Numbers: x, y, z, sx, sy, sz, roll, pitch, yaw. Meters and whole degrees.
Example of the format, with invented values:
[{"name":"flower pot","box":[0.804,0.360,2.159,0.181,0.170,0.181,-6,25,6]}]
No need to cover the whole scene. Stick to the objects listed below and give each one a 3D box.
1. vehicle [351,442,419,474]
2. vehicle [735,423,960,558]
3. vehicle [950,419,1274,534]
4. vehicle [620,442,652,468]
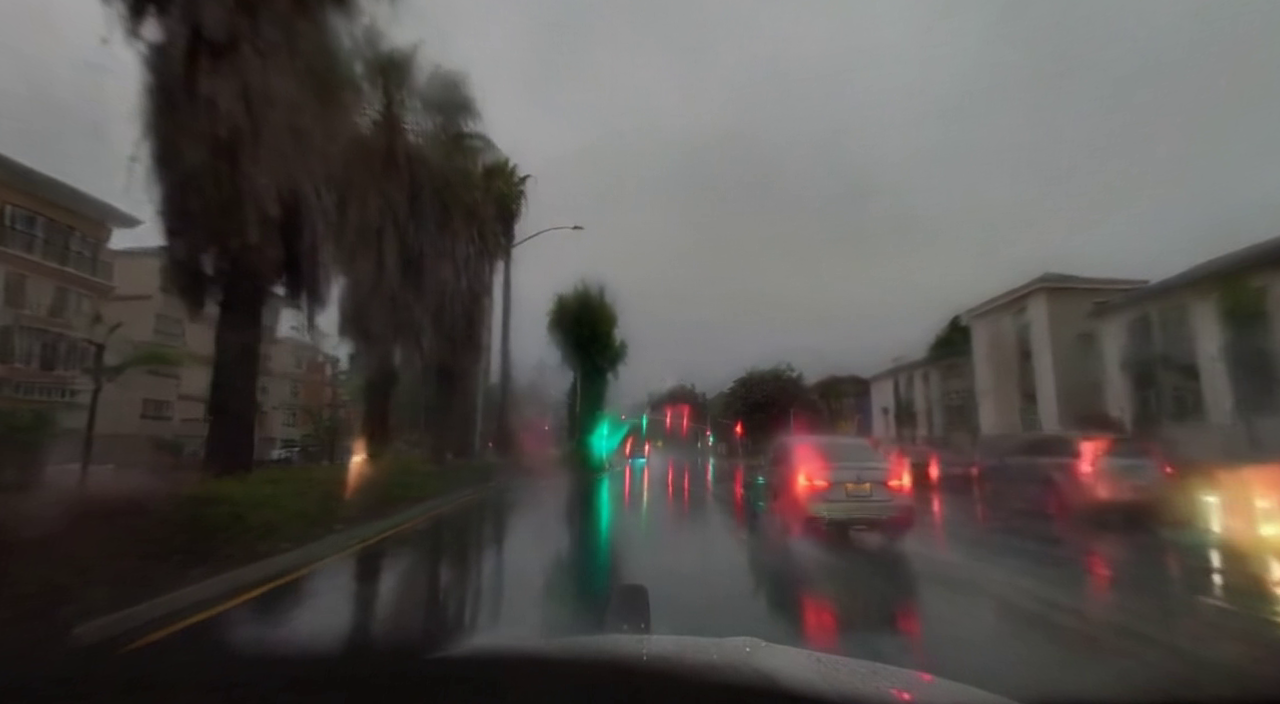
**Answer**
[{"name":"vehicle","box":[-15.643,6.522,39.050,2.180,1.830,4.924,0,-9,-1]},{"name":"vehicle","box":[2.879,2.026,9.924,2.009,1.639,4.267,0,-9,-1]},{"name":"vehicle","box":[10.010,2.704,14.475,2.618,2.048,6.195,0,-9,0]},{"name":"vehicle","box":[-0.221,7.148,43.968,2.087,1.709,4.076,0,-9,1]}]
